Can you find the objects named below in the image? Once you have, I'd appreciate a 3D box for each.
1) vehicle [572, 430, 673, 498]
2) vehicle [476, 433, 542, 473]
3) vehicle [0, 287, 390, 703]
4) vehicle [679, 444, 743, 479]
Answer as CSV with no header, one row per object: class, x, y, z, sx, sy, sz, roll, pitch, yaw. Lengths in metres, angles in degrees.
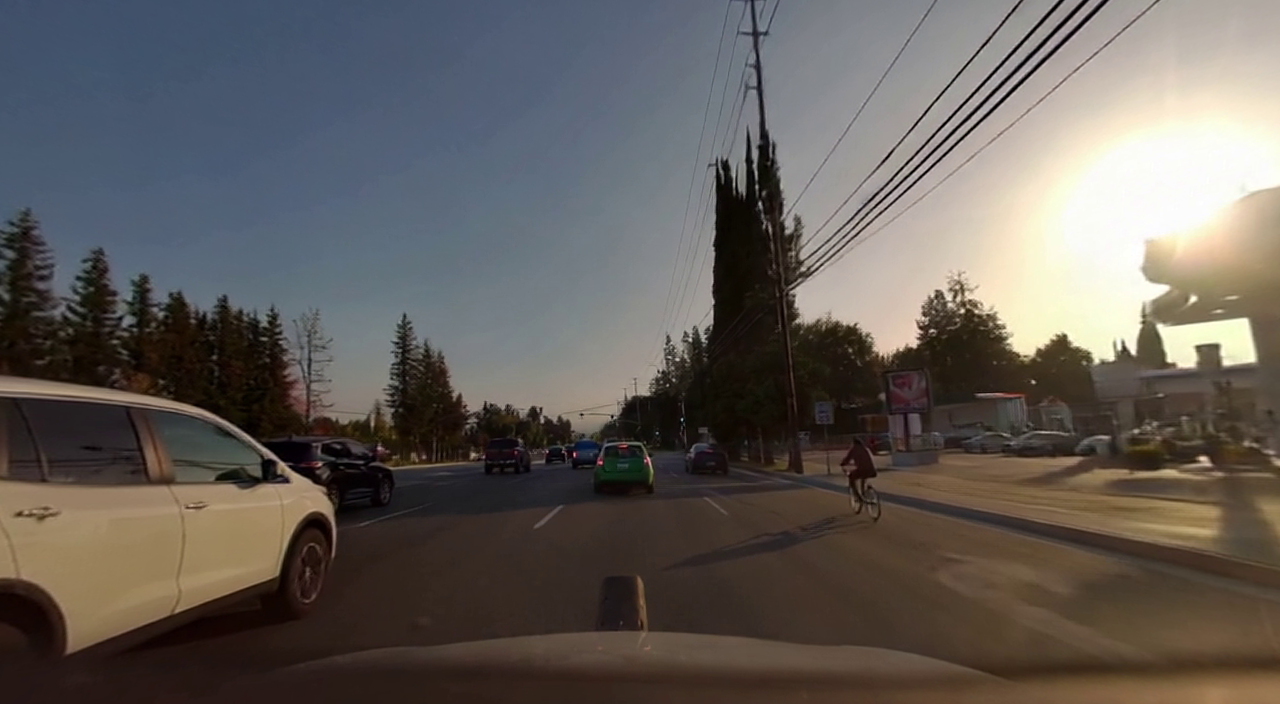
vehicle,-0.393,2.738,15.788,2.189,1.437,4.135,0,-8,0
vehicle,-6.838,5.320,33.529,2.385,1.918,5.056,0,-8,0
vehicle,-3.036,0.732,2.815,1.922,1.642,4.547,0,-8,1
vehicle,2.869,4.526,26.448,2.065,1.302,4.416,0,-8,-1
